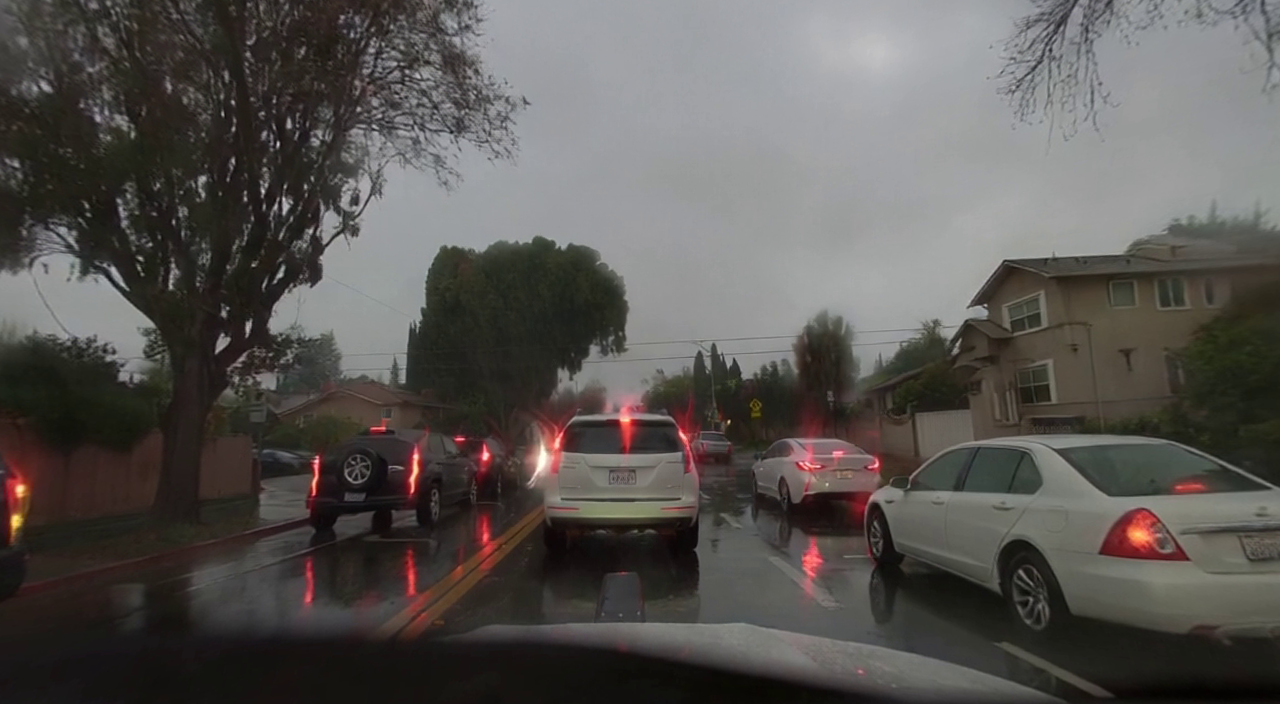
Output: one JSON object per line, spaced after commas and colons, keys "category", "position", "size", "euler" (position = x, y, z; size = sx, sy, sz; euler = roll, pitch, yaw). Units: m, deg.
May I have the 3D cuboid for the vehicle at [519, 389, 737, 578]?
{"category": "vehicle", "position": [-0.212, 1.614, 8.511], "size": [2.164, 1.867, 4.254], "euler": [0, -8, -3]}

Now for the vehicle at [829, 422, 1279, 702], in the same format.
{"category": "vehicle", "position": [3.469, 1.467, 5.768], "size": [1.977, 1.480, 4.589], "euler": [0, -8, -1]}

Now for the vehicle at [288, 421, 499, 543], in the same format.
{"category": "vehicle", "position": [-3.726, 2.024, 10.514], "size": [1.864, 1.576, 4.324], "euler": [0, -8, -2]}

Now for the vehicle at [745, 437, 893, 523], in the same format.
{"category": "vehicle", "position": [3.466, 2.527, 13.067], "size": [1.880, 1.476, 3.932], "euler": [0, -8, 0]}
